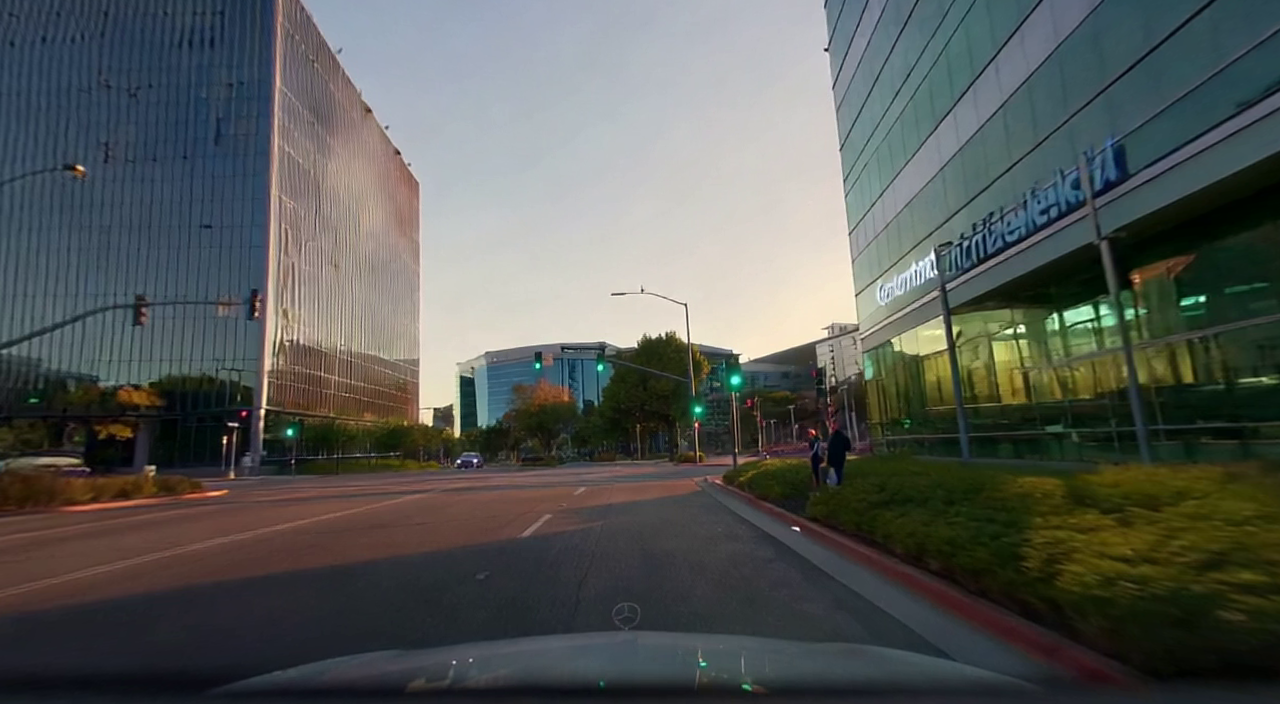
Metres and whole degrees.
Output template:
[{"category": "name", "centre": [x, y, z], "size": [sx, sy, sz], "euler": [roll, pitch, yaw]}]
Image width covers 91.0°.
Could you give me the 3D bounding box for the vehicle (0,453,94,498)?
[{"category": "vehicle", "centre": [-29.574, 5.910, 30.224], "size": [4.868, 1.866, 2.170], "euler": [-2, -6, 4]}]

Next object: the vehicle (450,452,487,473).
[{"category": "vehicle", "centre": [-12.893, 8.333, 47.641], "size": [1.906, 1.502, 4.396], "euler": [1, -9, -5]}]
